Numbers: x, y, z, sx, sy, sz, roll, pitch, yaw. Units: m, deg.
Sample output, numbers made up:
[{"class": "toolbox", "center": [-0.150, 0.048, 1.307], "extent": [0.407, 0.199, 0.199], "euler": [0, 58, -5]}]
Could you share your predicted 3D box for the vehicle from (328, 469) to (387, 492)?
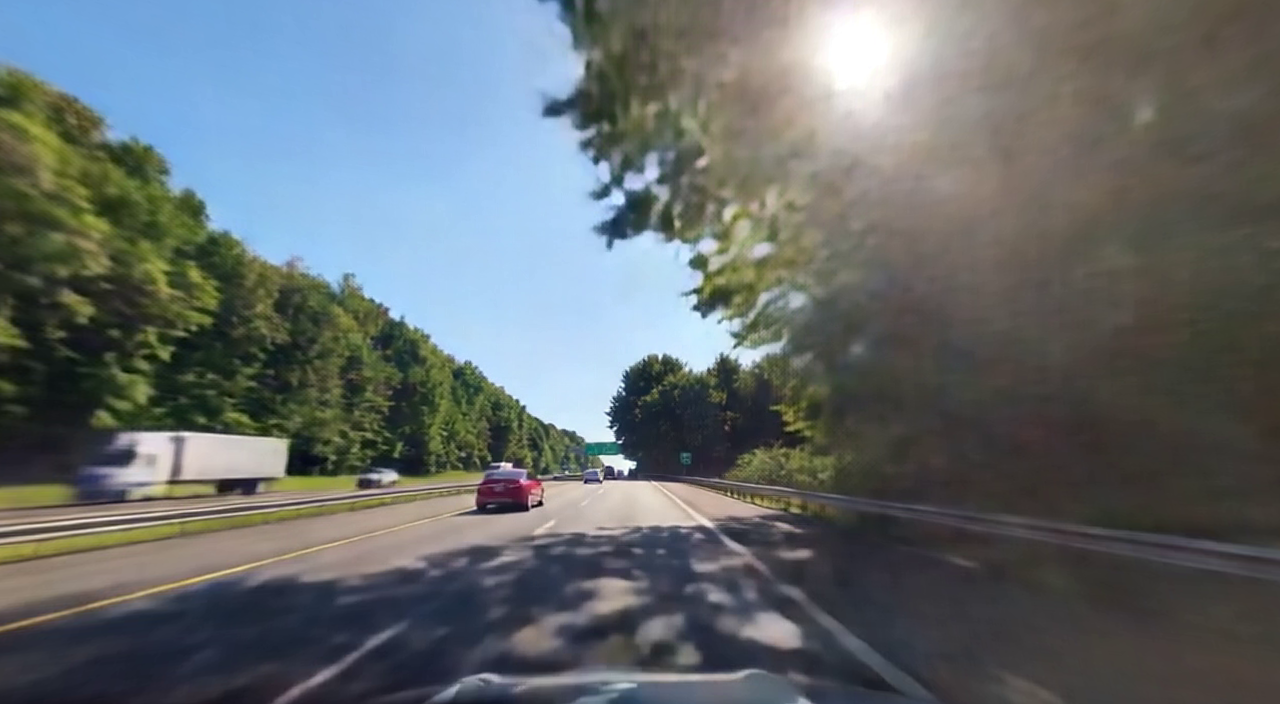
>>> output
[{"class": "vehicle", "center": [-19.950, 9.076, 44.718], "extent": [2.002, 1.527, 4.619], "euler": [1, -11, 0]}]

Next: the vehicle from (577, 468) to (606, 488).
[{"class": "vehicle", "center": [-3.769, 9.908, 49.714], "extent": [1.954, 1.509, 4.094], "euler": [1, -11, 0]}]

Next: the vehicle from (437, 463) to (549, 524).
[{"class": "vehicle", "center": [-3.966, 3.922, 17.886], "extent": [1.995, 1.467, 4.467], "euler": [0, -11, 1]}]

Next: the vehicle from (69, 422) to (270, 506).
[{"class": "vehicle", "center": [-24.785, 6.151, 34.347], "extent": [2.968, 3.818, 10.189], "euler": [1, -11, 0]}]
